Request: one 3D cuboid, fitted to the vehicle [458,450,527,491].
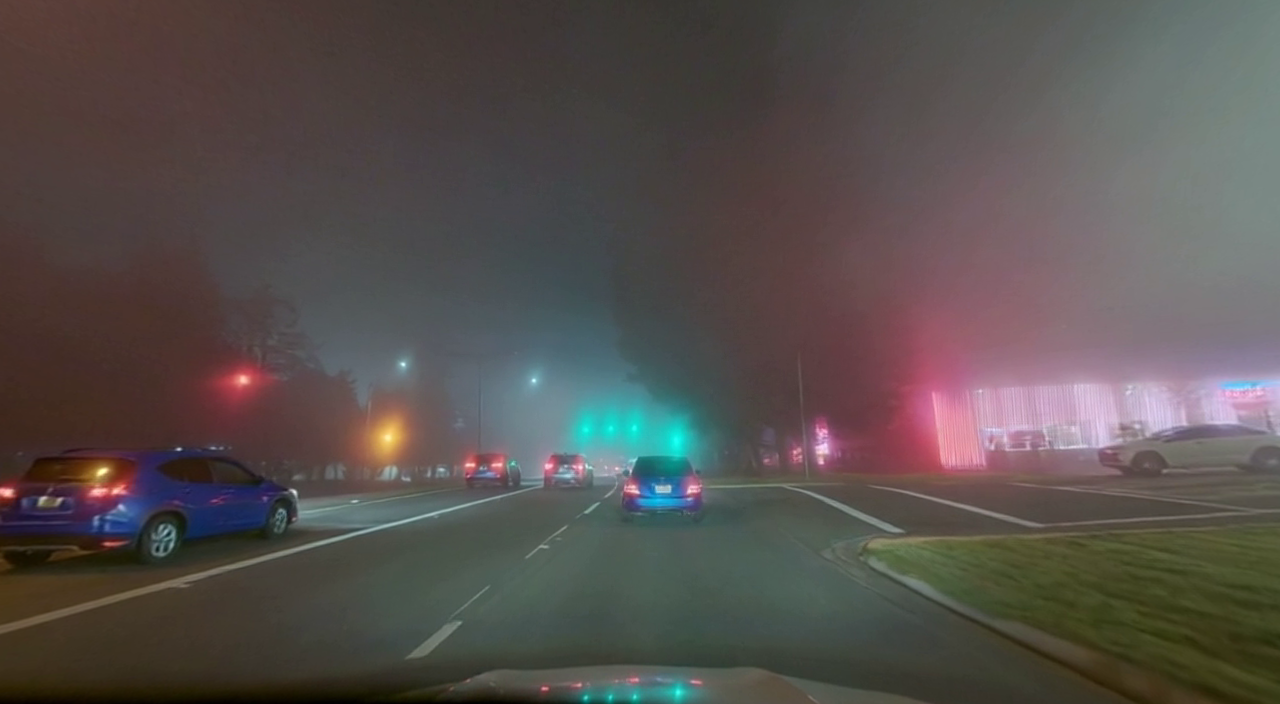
[{"bbox_3d":[-6.869,5.525,29.779,2.032,1.767,4.549,0,-9,1],"label":"vehicle"}]

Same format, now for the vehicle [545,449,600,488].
[{"bbox_3d":[-3.230,5.676,31.091,2.055,1.725,4.732,0,-9,2],"label":"vehicle"}]

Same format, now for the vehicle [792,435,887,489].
[{"bbox_3d":[8.751,4.853,28.349,2.412,2.116,5.939,0,-8,1],"label":"vehicle"}]

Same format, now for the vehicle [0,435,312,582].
[{"bbox_3d":[-7.033,2.110,9.378,1.968,1.657,4.230,0,-9,1],"label":"vehicle"}]

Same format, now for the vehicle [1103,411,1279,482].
[{"bbox_3d":[17.937,2.872,19.148,5.852,1.962,2.323,-7,-11,41],"label":"vehicle"}]

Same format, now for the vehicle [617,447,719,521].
[{"bbox_3d":[0.604,3.021,14.972,2.091,1.494,3.962,0,-9,1],"label":"vehicle"}]
